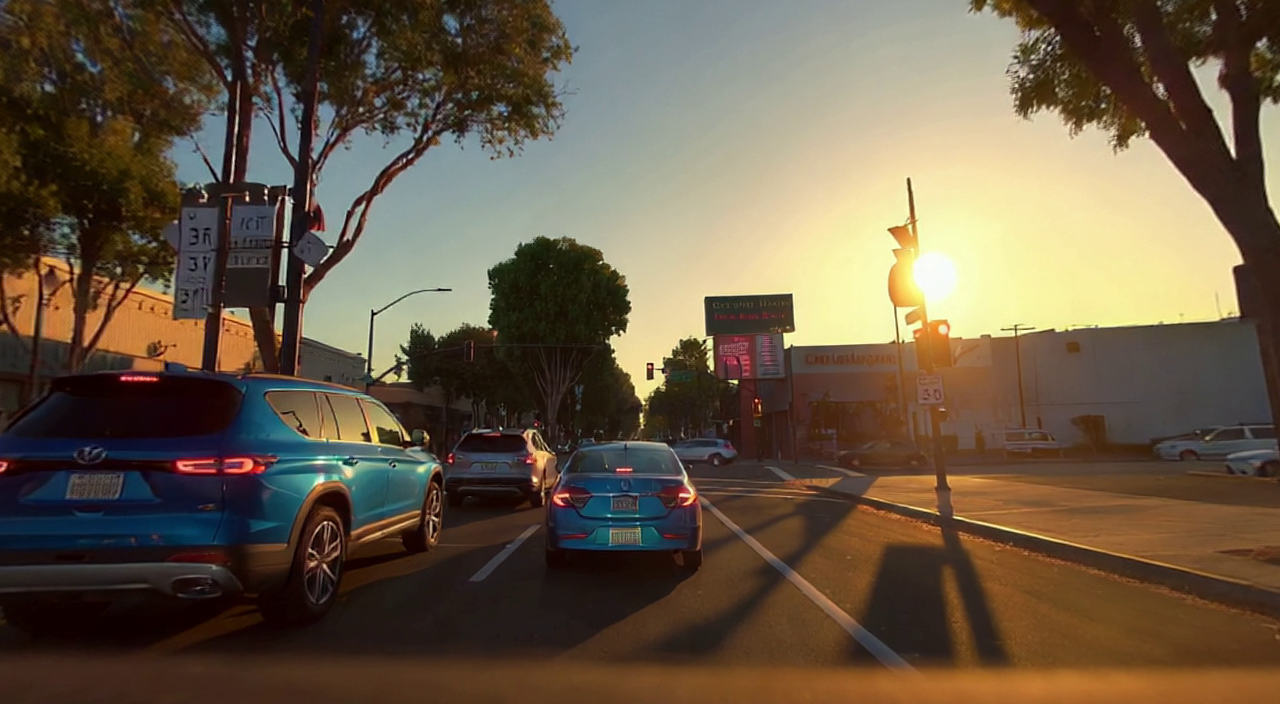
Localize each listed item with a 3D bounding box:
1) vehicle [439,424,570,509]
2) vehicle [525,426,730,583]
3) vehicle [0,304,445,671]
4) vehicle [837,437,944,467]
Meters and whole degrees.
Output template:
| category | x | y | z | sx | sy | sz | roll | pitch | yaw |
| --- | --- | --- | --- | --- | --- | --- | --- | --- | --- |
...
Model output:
| category | x | y | z | sx | sy | sz | roll | pitch | yaw |
| --- | --- | --- | --- | --- | --- | --- | --- | --- | --- |
| vehicle | -2.928 | 2.595 | 14.602 | 2.047 | 1.664 | 4.148 | 0 | -8 | 1 |
| vehicle | -0.158 | 1.776 | 8.165 | 1.966 | 1.481 | 4.146 | 0 | -8 | -1 |
| vehicle | -3.815 | 1.128 | 6.204 | 2.152 | 2.118 | 5.066 | 0 | -8 | 0 |
| vehicle | 12.968 | 5.219 | 32.728 | 4.809 | 1.476 | 1.845 | -1 | -9 | 4 |
